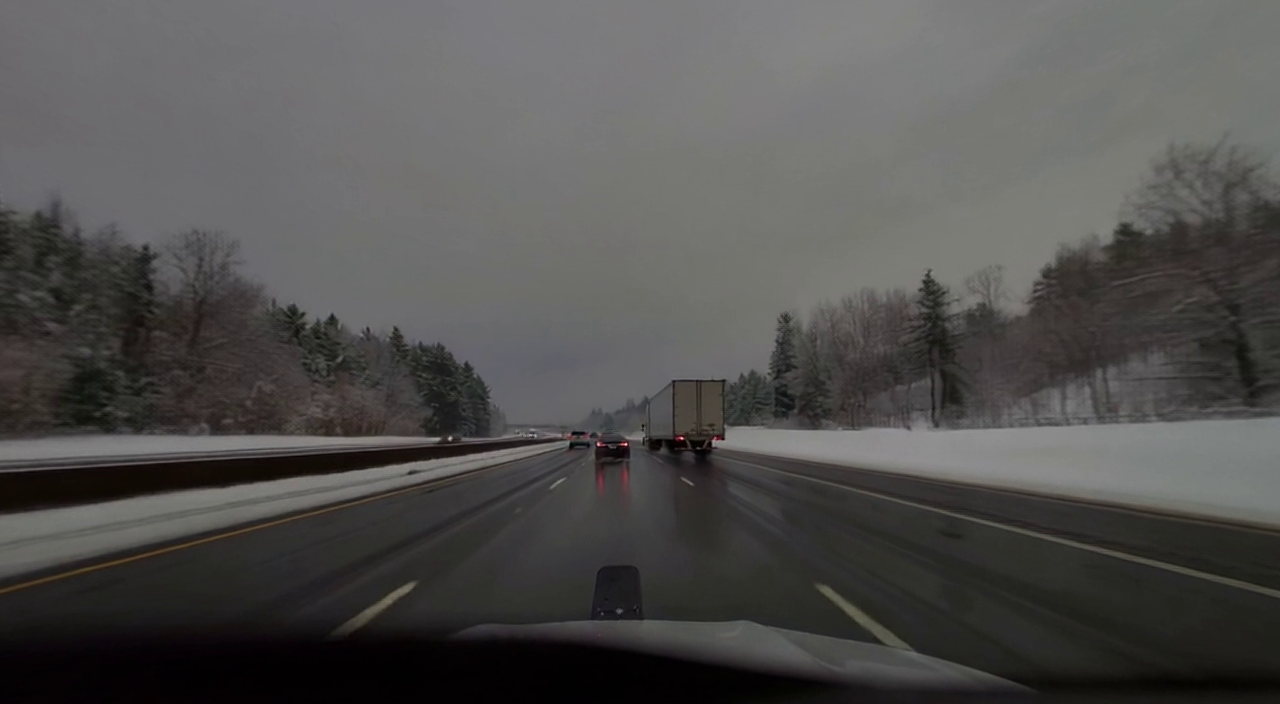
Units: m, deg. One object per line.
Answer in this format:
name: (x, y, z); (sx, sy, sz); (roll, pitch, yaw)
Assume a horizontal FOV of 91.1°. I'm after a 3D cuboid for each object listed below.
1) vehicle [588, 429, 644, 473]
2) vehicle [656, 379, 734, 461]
vehicle: (-0.945, 3.856, 24.795); (2.048, 1.563, 4.087); (0, -8, -2)
vehicle: (2.982, 4.452, 39.275); (2.946, 4.111, 14.652); (0, -8, -2)
